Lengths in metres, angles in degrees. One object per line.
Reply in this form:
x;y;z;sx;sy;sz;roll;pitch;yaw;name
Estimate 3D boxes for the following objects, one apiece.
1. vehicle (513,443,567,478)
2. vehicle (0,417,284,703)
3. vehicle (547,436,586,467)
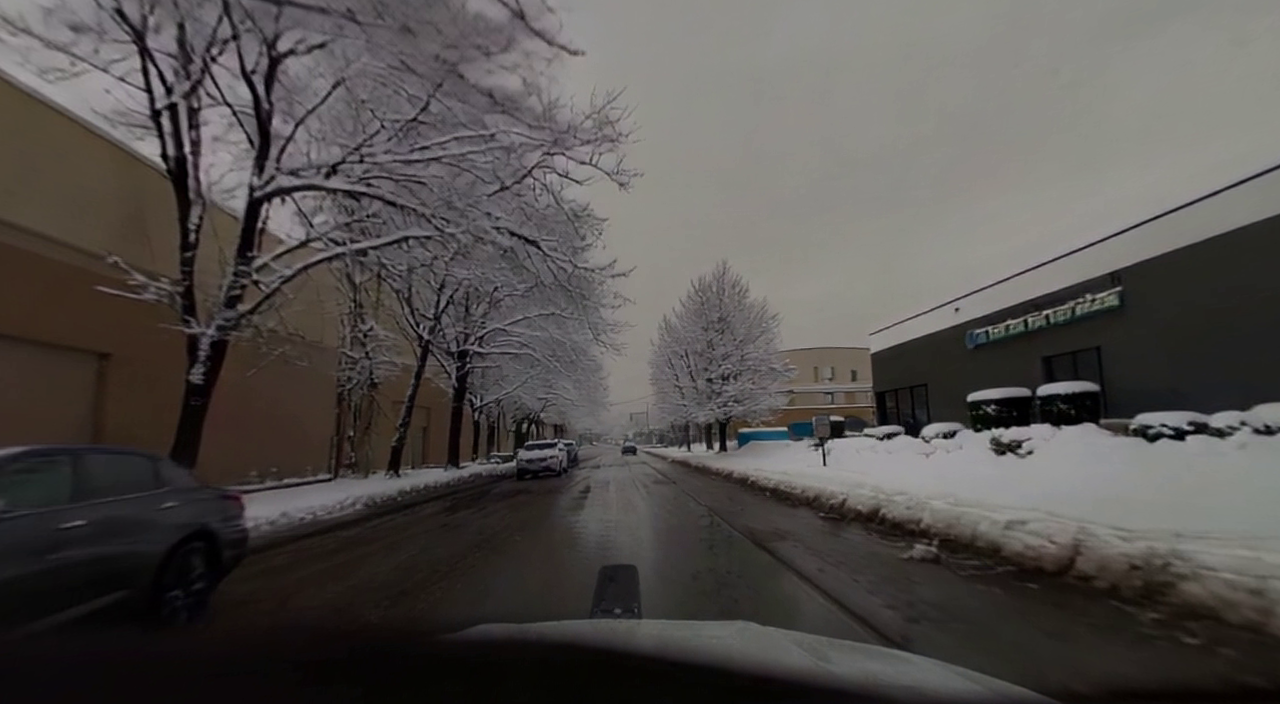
-5.003;5.486;32.107;2.040;1.501;4.440;-4;-9;-2;vehicle
-4.121;1.219;3.526;1.912;1.628;4.233;-1;-8;-3;vehicle
-5.077;7.014;44.132;2.161;1.843;5.181;-4;-10;-2;vehicle
